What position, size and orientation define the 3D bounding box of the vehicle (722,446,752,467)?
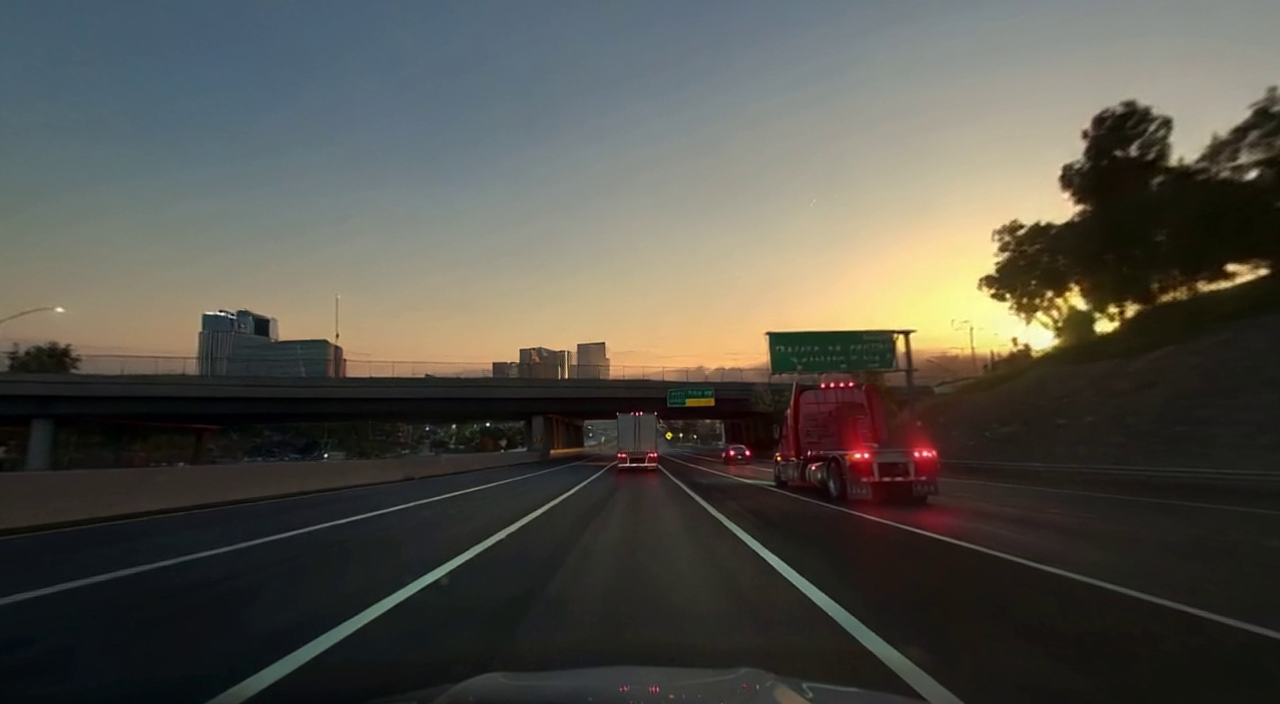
[{"bbox_3d":[7.311,7.947,47.865,1.687,1.503,3.688,0,-9,0],"label":"vehicle"}]
